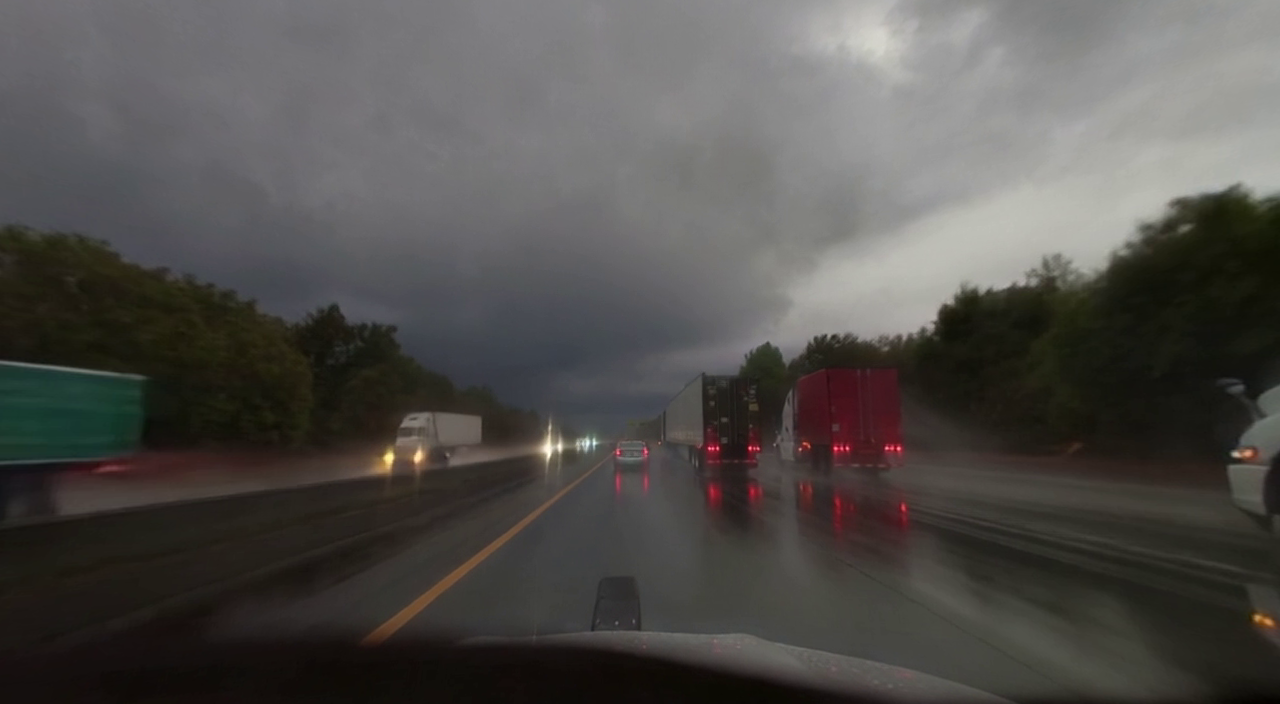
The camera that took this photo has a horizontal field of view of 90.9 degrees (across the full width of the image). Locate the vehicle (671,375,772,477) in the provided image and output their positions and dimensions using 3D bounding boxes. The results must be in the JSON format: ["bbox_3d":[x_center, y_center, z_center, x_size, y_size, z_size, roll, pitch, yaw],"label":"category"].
[{"bbox_3d":[3.648,3.901,32.686,2.888,4.099,14.183,0,-7,-2],"label":"vehicle"}]

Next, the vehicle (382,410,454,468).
[{"bbox_3d":[-17.181,6.835,49.389,3.135,4.207,7.042,0,-8,-1],"label":"vehicle"}]

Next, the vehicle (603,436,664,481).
[{"bbox_3d":[-0.266,3.846,23.148,2.038,1.477,3.773,0,-7,-1],"label":"vehicle"}]

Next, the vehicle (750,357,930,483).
[{"bbox_3d":[7.758,3.112,27.670,2.876,4.111,14.145,0,-7,-2],"label":"vehicle"}]

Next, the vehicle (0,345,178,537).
[{"bbox_3d":[-12.573,1.608,11.335,2.641,3.353,7.768,0,-7,-1],"label":"vehicle"}]

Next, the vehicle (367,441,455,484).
[{"bbox_3d":[-8.686,4.200,24.359,1.867,1.465,4.420,0,-8,-2],"label":"vehicle"}]
